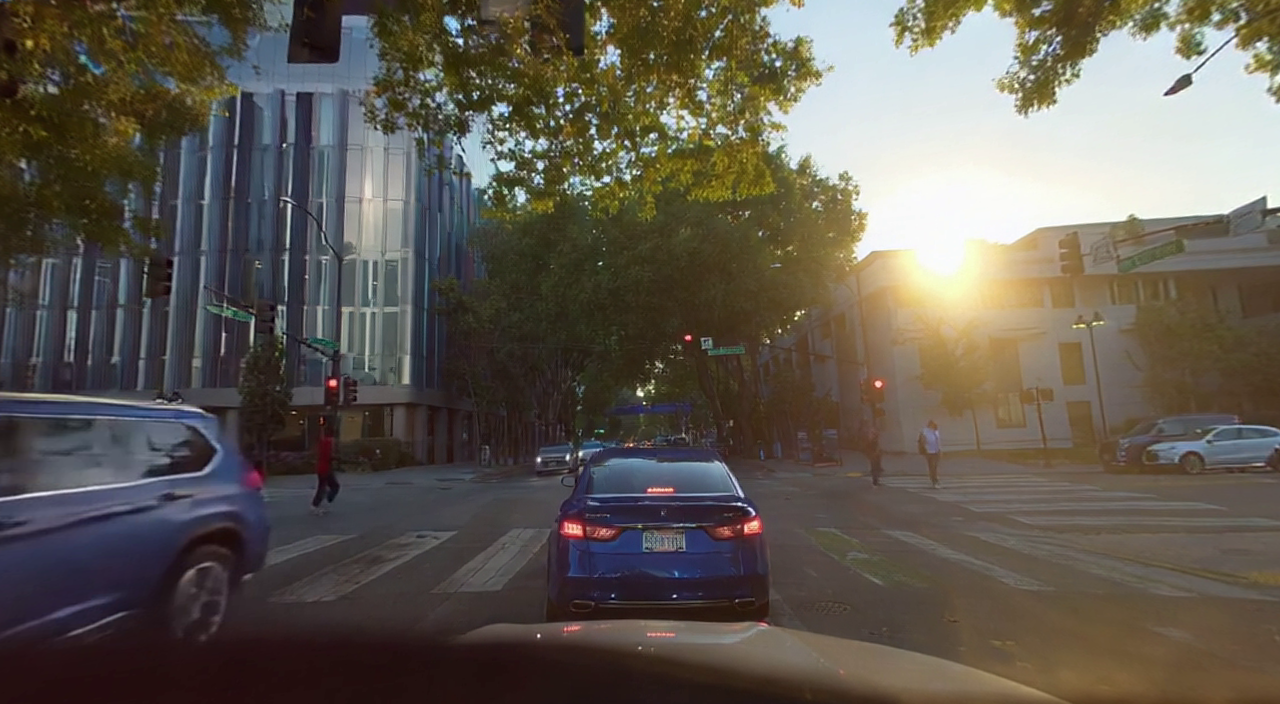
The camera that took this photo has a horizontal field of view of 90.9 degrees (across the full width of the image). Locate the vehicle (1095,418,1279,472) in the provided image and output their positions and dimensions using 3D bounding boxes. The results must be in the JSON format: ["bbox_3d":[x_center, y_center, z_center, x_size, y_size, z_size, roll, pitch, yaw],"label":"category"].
[{"bbox_3d":[19.145,3.261,22.213,4.675,1.772,1.945,0,-8,-1],"label":"vehicle"}]

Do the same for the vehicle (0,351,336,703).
[{"bbox_3d":[-4.448,1.054,3.816,2.317,1.924,5.518,0,-8,2],"label":"vehicle"}]

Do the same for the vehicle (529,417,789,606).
[{"bbox_3d":[-0.138,1.644,7.482,1.893,1.532,4.145,2,-9,-15],"label":"vehicle"}]
